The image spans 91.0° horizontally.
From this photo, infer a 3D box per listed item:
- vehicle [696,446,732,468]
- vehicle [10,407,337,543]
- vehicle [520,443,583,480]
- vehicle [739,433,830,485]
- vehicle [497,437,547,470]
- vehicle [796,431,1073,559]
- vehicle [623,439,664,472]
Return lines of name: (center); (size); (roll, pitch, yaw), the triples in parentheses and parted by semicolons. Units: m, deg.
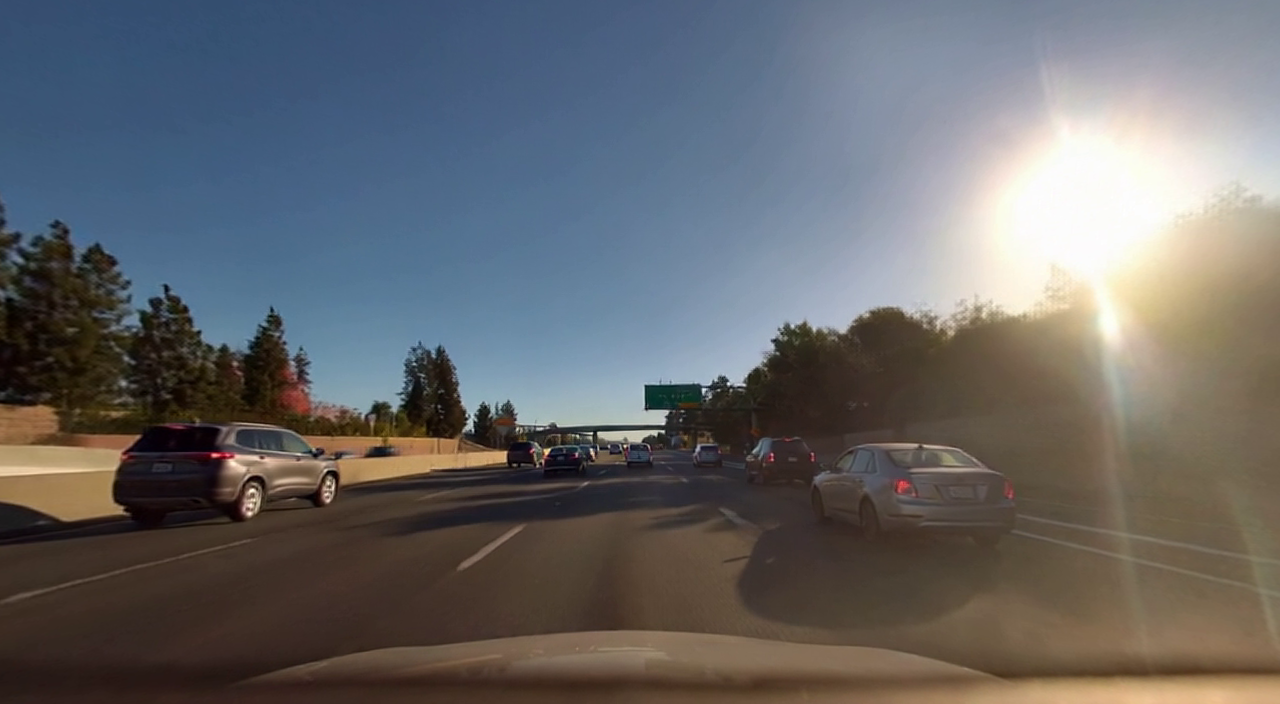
vehicle: (5.130, 7.298, 44.031); (1.944, 1.465, 4.245); (0, -9, 0)
vehicle: (-7.498, 2.035, 10.951); (2.142, 1.849, 4.566); (0, -9, 0)
vehicle: (-3.800, 4.803, 27.829); (2.071, 1.478, 4.130); (0, -9, 1)
vehicle: (5.195, 3.930, 23.333); (2.335, 1.759, 4.297); (0, -9, 0)
vehicle: (-6.899, 6.029, 37.373); (2.111, 1.811, 4.391); (0, -9, 0)
vehicle: (4.081, 2.061, 9.820); (2.141, 1.507, 4.510); (0, -9, 0)
vehicle: (0.181, 5.751, 35.233); (2.158, 1.706, 4.219); (0, -9, 0)
